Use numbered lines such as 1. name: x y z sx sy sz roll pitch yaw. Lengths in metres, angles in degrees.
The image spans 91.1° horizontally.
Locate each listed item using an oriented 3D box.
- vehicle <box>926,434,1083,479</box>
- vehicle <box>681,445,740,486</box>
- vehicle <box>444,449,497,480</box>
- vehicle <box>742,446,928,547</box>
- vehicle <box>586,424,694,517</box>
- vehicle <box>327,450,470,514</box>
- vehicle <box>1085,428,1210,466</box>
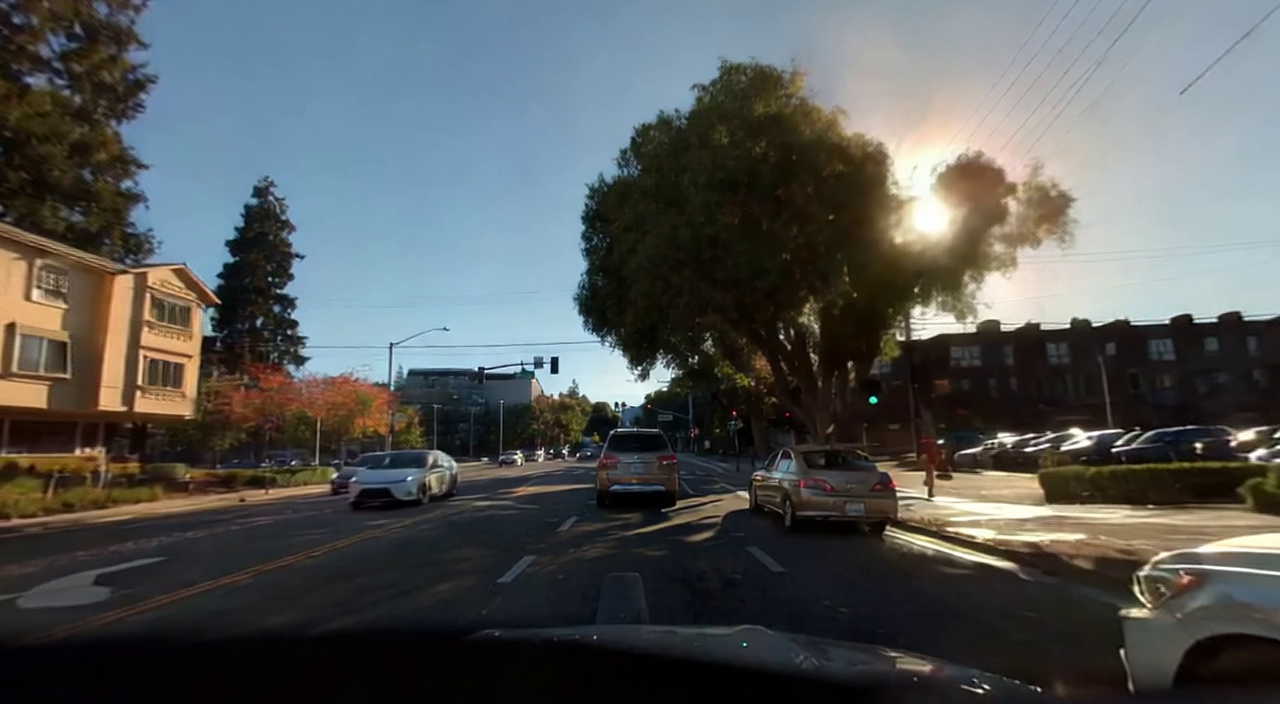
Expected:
1. vehicle: 13.602 3.896 23.617 4.648 1.583 2.018 0 -9 -2
2. vehicle: 3.168 5.215 29.204 2.138 1.729 4.178 0 -9 -2
3. vehicle: -10.809 7.182 40.372 2.161 1.764 4.725 0 -9 -1
4. vehicle: 3.283 2.490 11.634 1.900 1.478 4.425 0 -9 -2
5. vehicle: -0.027 2.839 15.530 2.296 1.947 4.168 0 -9 -1
6. vehicle: -6.367 3.448 17.239 2.054 1.478 4.584 0 -9 0
7. vehicle: 26.611 5.005 33.045 4.704 1.919 2.130 0 -9 -2
